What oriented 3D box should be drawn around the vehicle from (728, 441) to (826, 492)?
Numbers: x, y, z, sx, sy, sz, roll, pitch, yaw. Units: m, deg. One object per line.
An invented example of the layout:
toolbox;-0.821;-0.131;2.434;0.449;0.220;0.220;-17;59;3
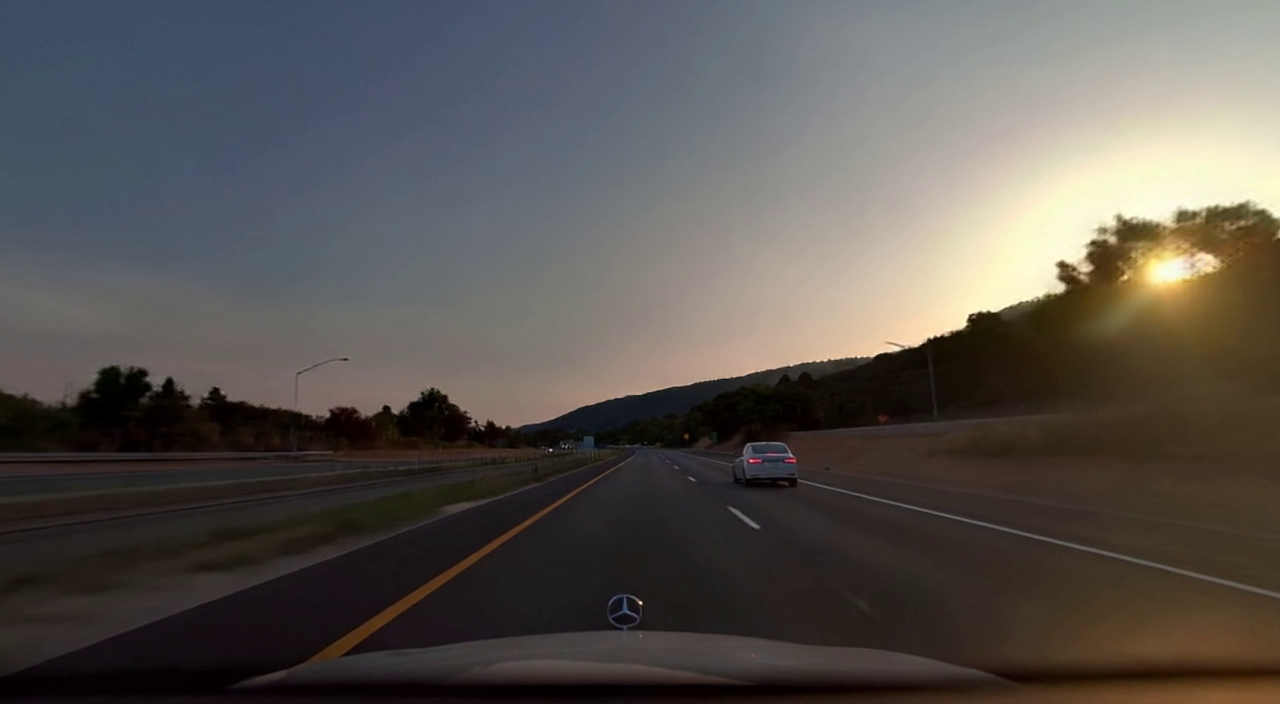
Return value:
vehicle;4.154;3.527;19.809;2.124;1.405;4.398;0;-8;0
